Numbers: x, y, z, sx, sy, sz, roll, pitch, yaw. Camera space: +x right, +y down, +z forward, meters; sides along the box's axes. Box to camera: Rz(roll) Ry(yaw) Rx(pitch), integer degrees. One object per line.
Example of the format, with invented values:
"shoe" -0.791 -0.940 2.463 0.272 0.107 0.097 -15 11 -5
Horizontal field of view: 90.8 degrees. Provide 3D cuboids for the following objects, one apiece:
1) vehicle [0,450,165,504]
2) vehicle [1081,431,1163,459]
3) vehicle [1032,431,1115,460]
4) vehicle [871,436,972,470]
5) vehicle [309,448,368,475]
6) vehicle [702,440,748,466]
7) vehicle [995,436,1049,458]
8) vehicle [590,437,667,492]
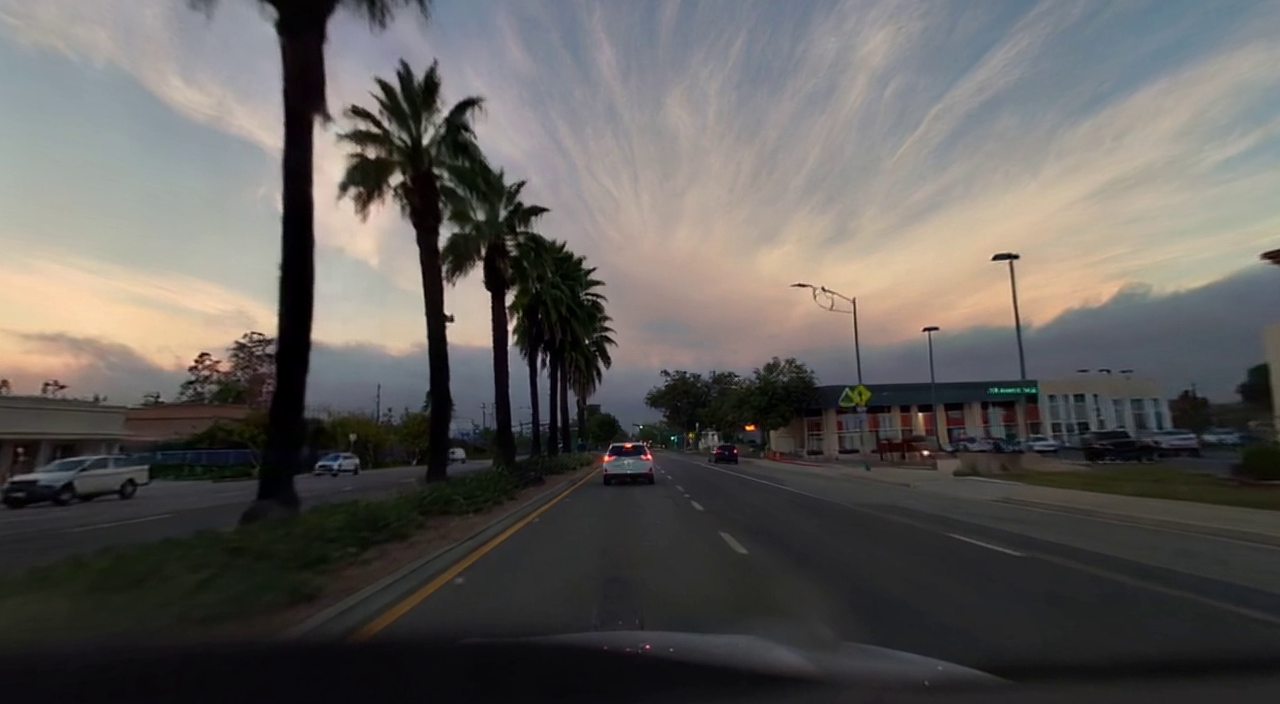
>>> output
"vehicle" -19.190 4.249 22.009 2.021 1.666 4.247 0 -9 -1
"vehicle" 29.815 5.810 39.244 1.890 1.640 4.064 0 -9 2
"vehicle" 26.948 5.880 39.498 2.045 1.690 4.761 -1 -9 3
"vehicle" 14.984 5.404 33.792 4.358 1.732 2.129 0 -9 -3
"vehicle" -19.536 7.081 41.127 1.862 1.606 4.071 0 -9 -1
"vehicle" 5.620 6.775 42.356 2.244 1.618 4.585 0 -9 -2
"vehicle" 27.141 6.762 44.979 1.709 1.455 3.449 0 -9 1
"vehicle" -0.323 3.431 19.470 2.106 1.496 3.964 0 -9 0
